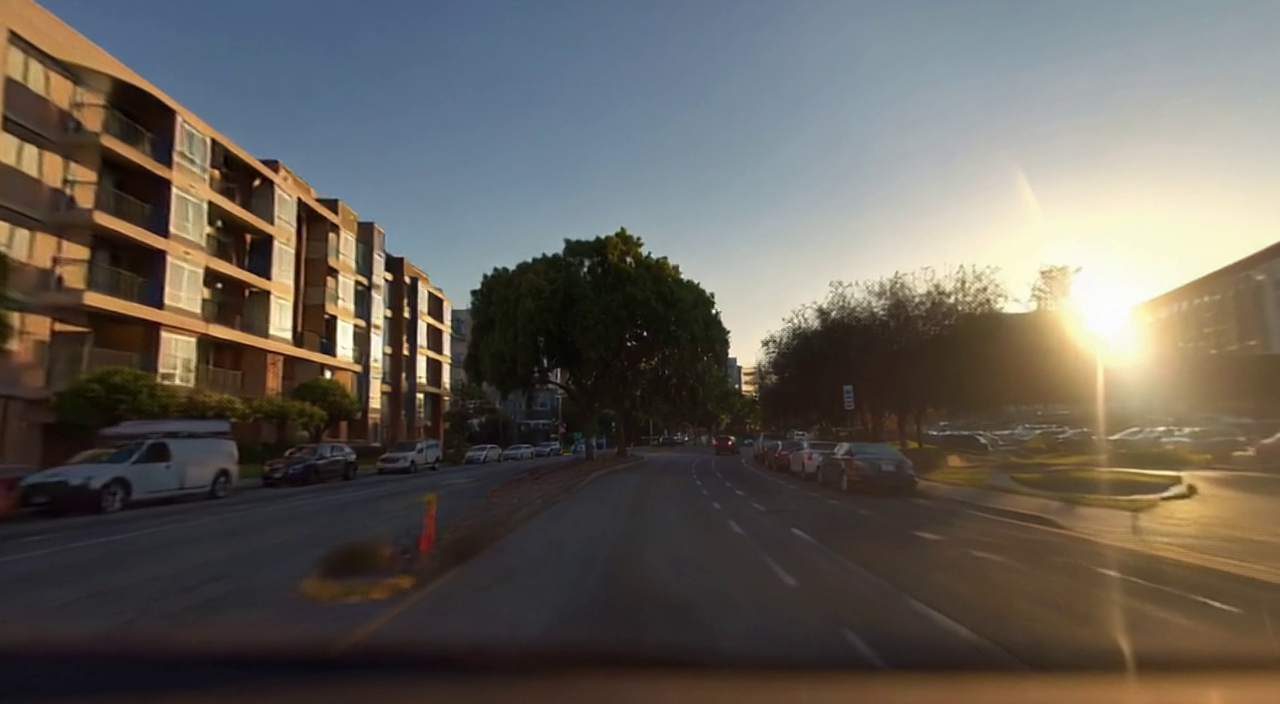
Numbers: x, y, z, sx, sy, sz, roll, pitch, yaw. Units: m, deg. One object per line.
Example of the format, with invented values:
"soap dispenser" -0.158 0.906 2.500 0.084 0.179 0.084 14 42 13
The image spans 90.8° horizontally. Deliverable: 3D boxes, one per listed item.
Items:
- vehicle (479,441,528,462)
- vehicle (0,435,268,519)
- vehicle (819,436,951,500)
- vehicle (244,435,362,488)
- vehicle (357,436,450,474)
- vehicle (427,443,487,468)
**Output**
"vehicle" -10.101 7.375 47.032 1.873 1.467 4.644 -2 -8 10
"vehicle" -12.734 3.127 16.631 2.290 1.799 5.801 0 -8 0
"vehicle" 6.352 3.035 17.023 1.947 1.487 4.549 0 -8 3
"vehicle" -12.723 4.139 24.254 2.001 1.836 4.471 0 -8 1
"vehicle" -12.219 5.359 33.180 2.137 1.835 5.833 -1 -8 6
"vehicle" -11.341 6.402 39.496 1.829 1.449 4.713 -1 -8 7
